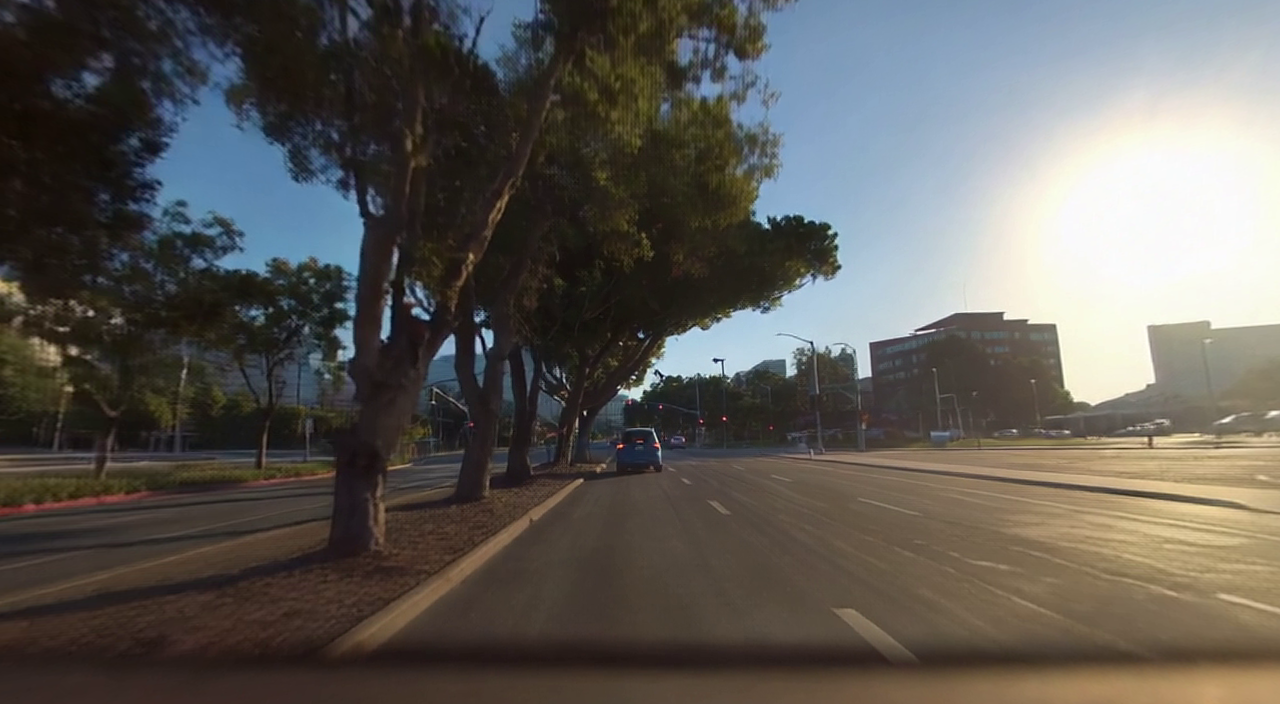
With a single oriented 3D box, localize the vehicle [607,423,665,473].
[{"bbox_3d":[-0.203,4.090,26.994,2.267,1.926,4.708,0,-9,-1],"label":"vehicle"}]
